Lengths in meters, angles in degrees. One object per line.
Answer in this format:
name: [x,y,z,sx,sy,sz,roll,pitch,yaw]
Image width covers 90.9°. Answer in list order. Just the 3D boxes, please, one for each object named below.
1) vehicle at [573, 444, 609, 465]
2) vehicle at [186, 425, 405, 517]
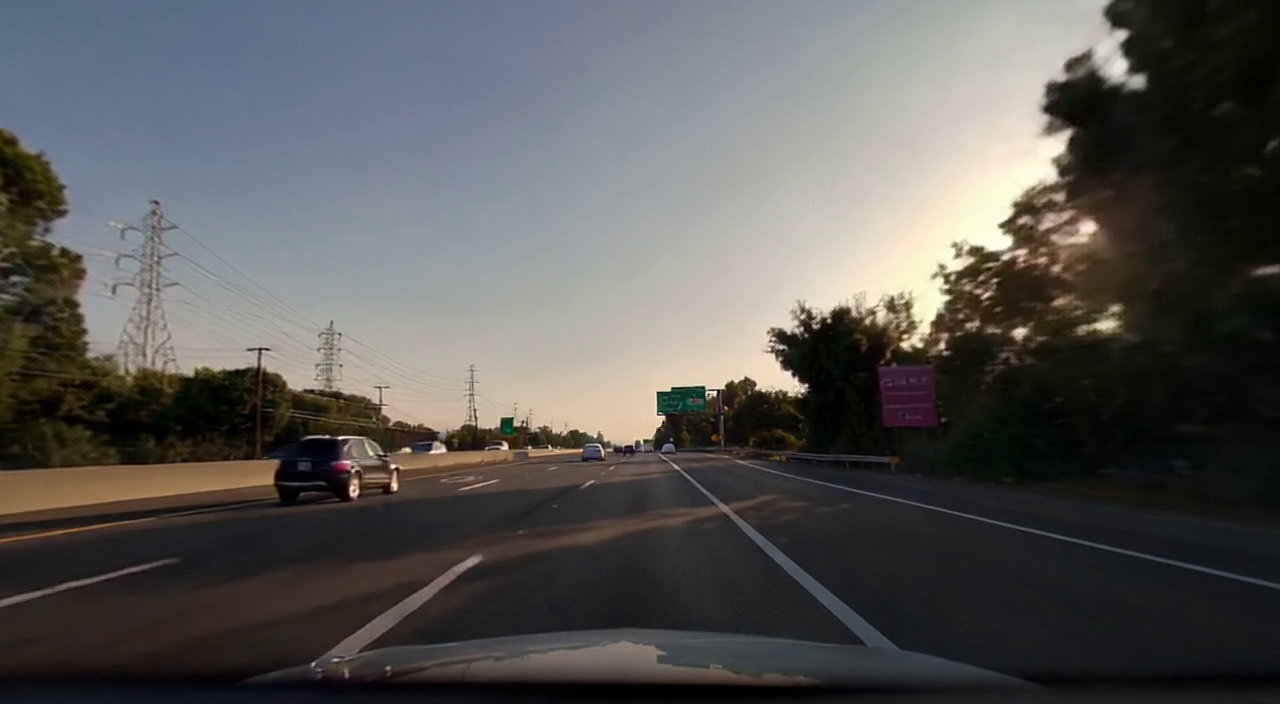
vehicle: [-3.409,7.218,44.486,2.048,1.368,4.613,0,-9,1]
vehicle: [-7.322,2.582,14.188,2.118,1.696,4.836,0,-9,1]
